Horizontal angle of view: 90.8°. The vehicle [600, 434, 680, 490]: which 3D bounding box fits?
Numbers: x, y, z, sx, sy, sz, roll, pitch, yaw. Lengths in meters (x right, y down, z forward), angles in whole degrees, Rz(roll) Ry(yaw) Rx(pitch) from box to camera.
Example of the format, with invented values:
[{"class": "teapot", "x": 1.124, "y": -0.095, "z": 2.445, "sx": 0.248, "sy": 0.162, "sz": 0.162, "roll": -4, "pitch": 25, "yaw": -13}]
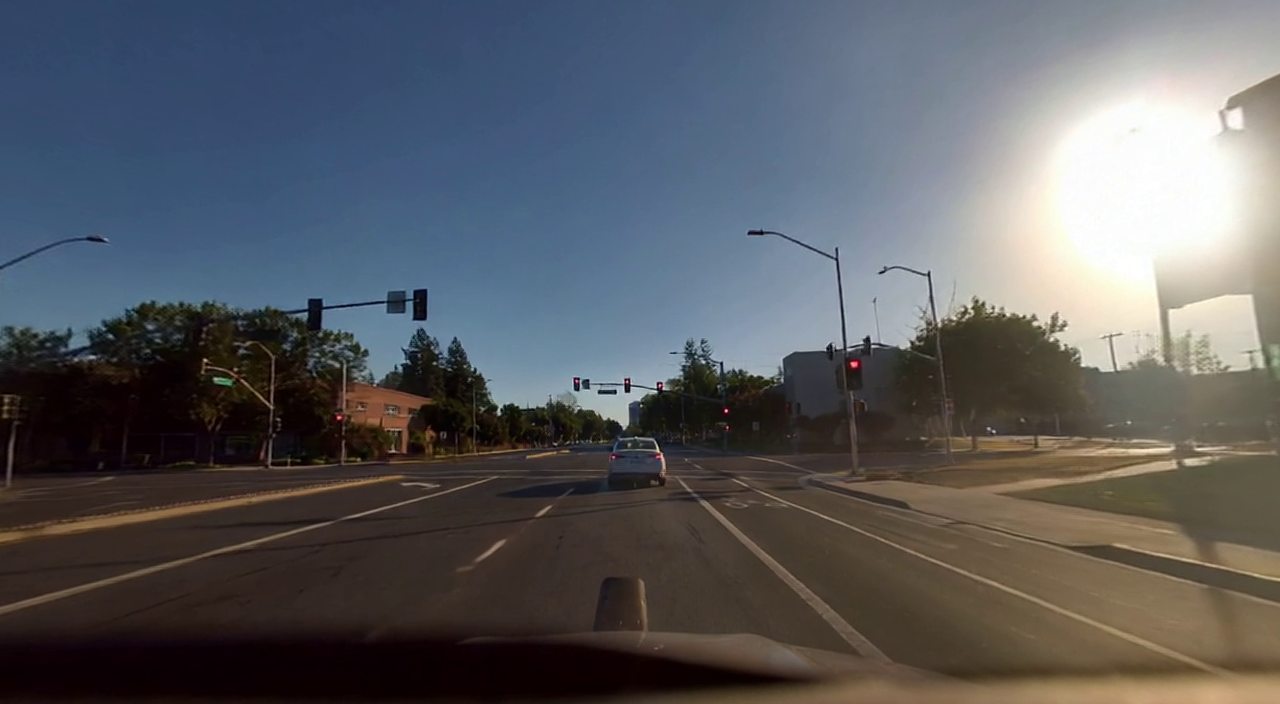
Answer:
[{"class": "vehicle", "x": -0.037, "y": 3.222, "z": 18.764, "sx": 2.107, "sy": 1.470, "sz": 3.974, "roll": 0, "pitch": -9, "yaw": -1}]
